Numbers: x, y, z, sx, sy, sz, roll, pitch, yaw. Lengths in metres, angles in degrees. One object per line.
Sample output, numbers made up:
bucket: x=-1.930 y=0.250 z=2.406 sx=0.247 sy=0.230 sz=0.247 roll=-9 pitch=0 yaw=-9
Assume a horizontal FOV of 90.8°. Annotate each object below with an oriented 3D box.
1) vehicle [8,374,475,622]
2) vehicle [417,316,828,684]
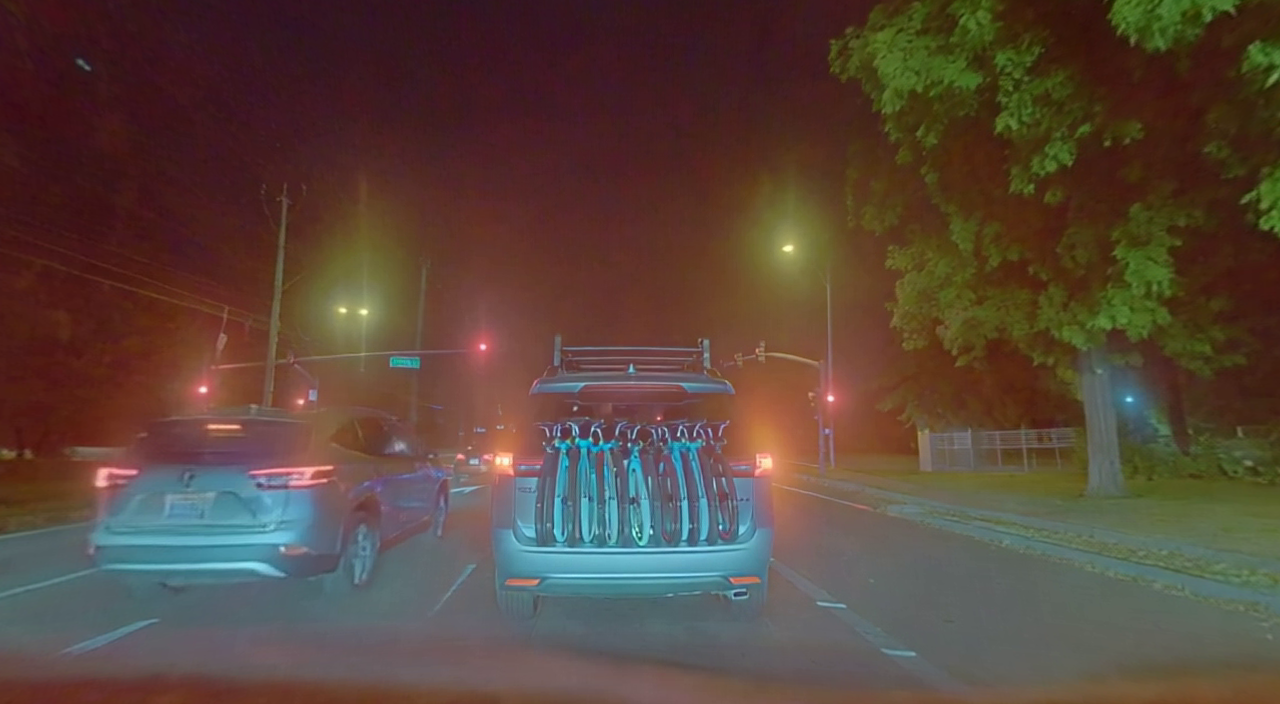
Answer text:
vehicle: x=-3.721 y=1.503 z=7.588 sx=2.337 sy=1.858 sz=5.409 roll=0 pitch=-8 yaw=-4
vehicle: x=-0.226 y=1.158 z=5.993 sx=2.333 sy=2.087 sz=4.586 roll=0 pitch=-8 yaw=-4
